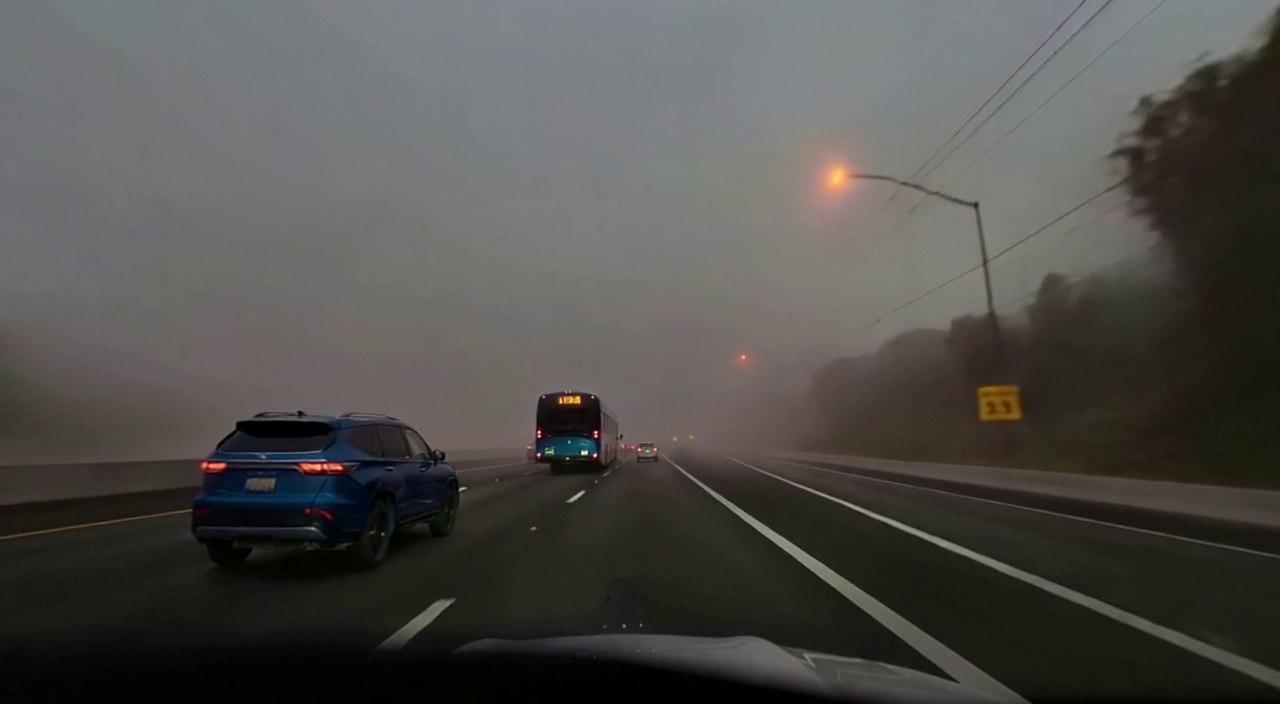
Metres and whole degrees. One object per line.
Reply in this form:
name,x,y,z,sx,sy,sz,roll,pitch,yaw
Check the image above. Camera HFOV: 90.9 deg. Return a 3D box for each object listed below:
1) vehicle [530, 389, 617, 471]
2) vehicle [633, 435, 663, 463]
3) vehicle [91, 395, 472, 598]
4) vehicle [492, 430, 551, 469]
vehicle,-3.308,4.542,35.264,3.382,3.712,11.766,1,-9,1
vehicle,0.592,7.208,46.900,2.083,2.001,4.782,0,-9,0
vehicle,-3.662,1.556,7.603,2.021,1.730,4.223,0,-9,1
vehicle,-6.920,5.843,37.739,2.282,2.116,6.030,0,-9,1
